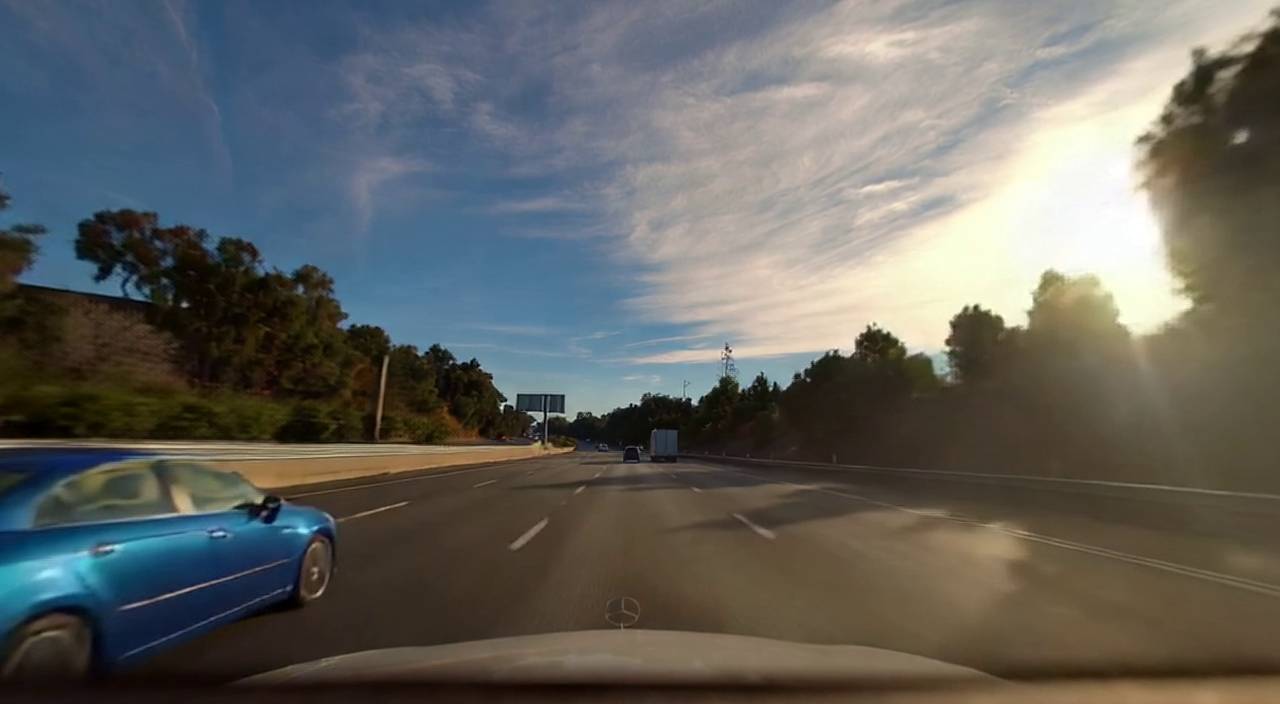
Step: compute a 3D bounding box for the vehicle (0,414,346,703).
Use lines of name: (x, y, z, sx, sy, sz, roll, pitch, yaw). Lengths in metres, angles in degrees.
vehicle: (-4.096, 1.238, 4.283, 2.090, 1.487, 4.276, 0, -8, 1)

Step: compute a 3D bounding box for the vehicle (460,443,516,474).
vehicle: (-7.580, 5.331, 31.857, 1.915, 1.479, 3.843, 0, -8, 0)
